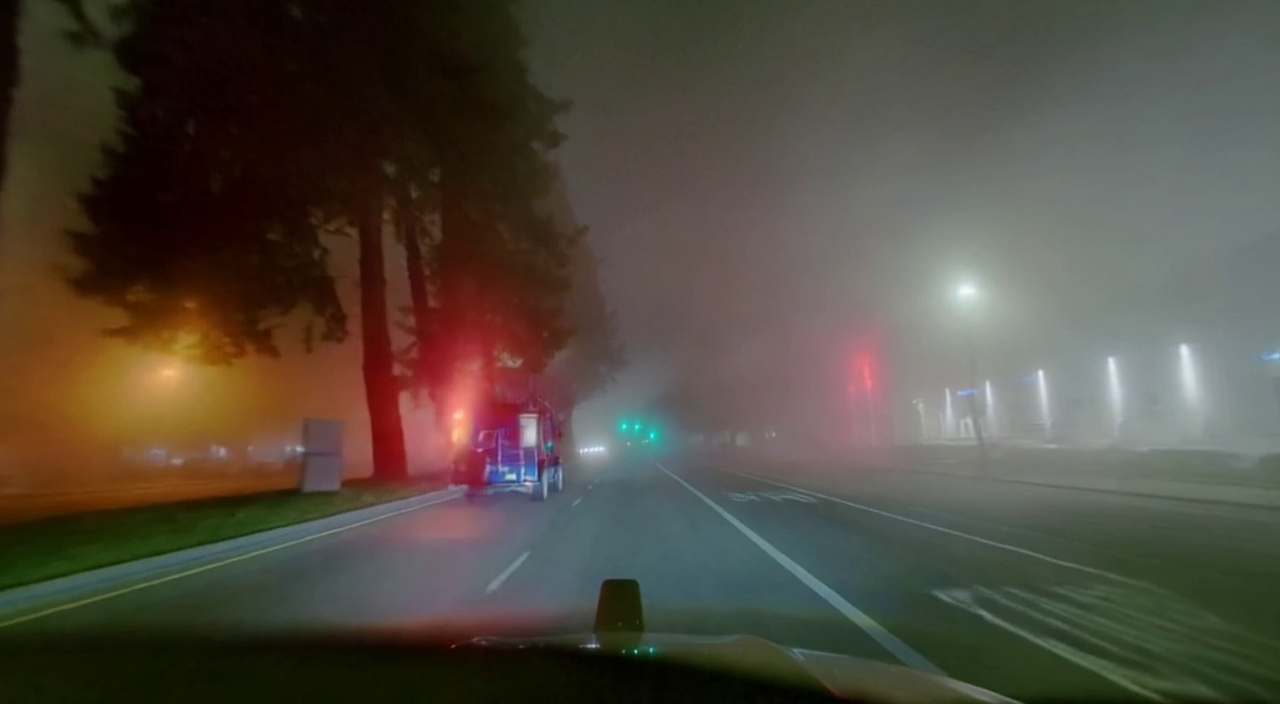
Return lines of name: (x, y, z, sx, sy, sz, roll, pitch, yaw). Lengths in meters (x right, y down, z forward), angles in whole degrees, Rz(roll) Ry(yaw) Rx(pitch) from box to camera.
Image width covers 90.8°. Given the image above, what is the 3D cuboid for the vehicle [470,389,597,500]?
vehicle: (-2.884, 2.759, 18.866, 2.633, 2.787, 5.796, -1, -9, 1)
